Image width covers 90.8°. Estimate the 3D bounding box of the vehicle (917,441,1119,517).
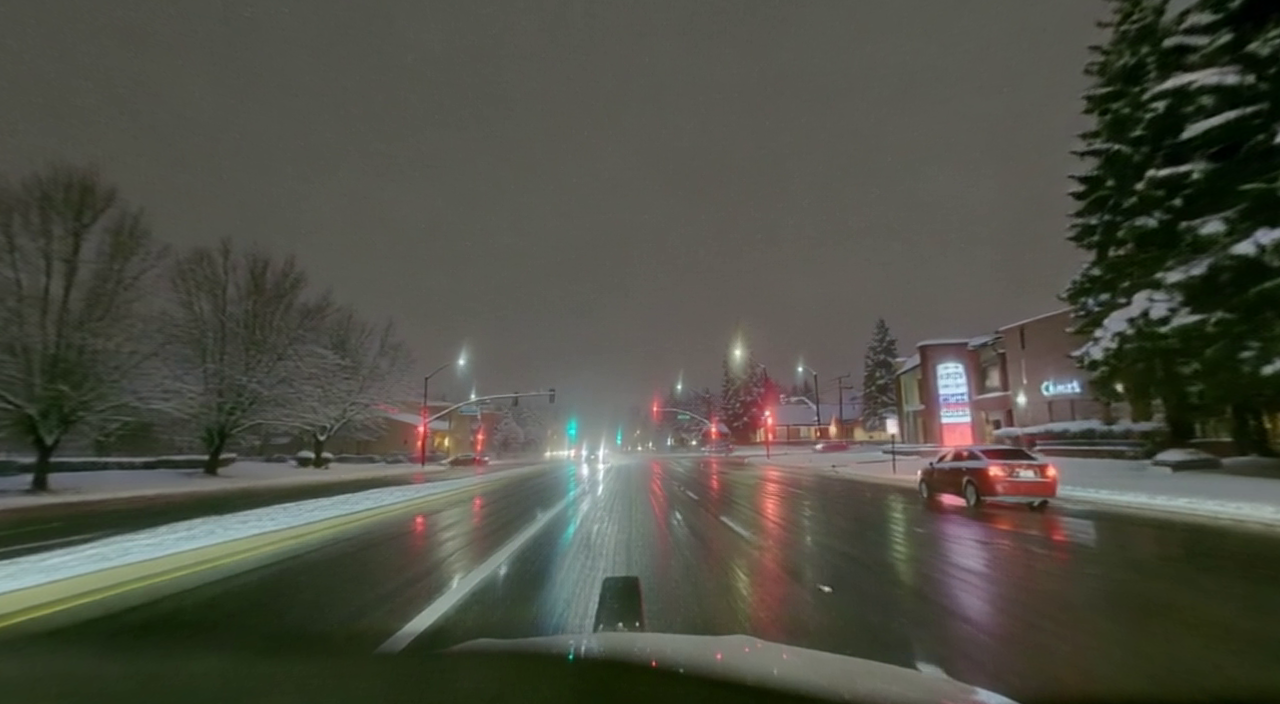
[{"bbox_3d":[8.340,2.799,14.516,1.936,1.460,4.258,0,-8,-1],"label":"vehicle"}]
